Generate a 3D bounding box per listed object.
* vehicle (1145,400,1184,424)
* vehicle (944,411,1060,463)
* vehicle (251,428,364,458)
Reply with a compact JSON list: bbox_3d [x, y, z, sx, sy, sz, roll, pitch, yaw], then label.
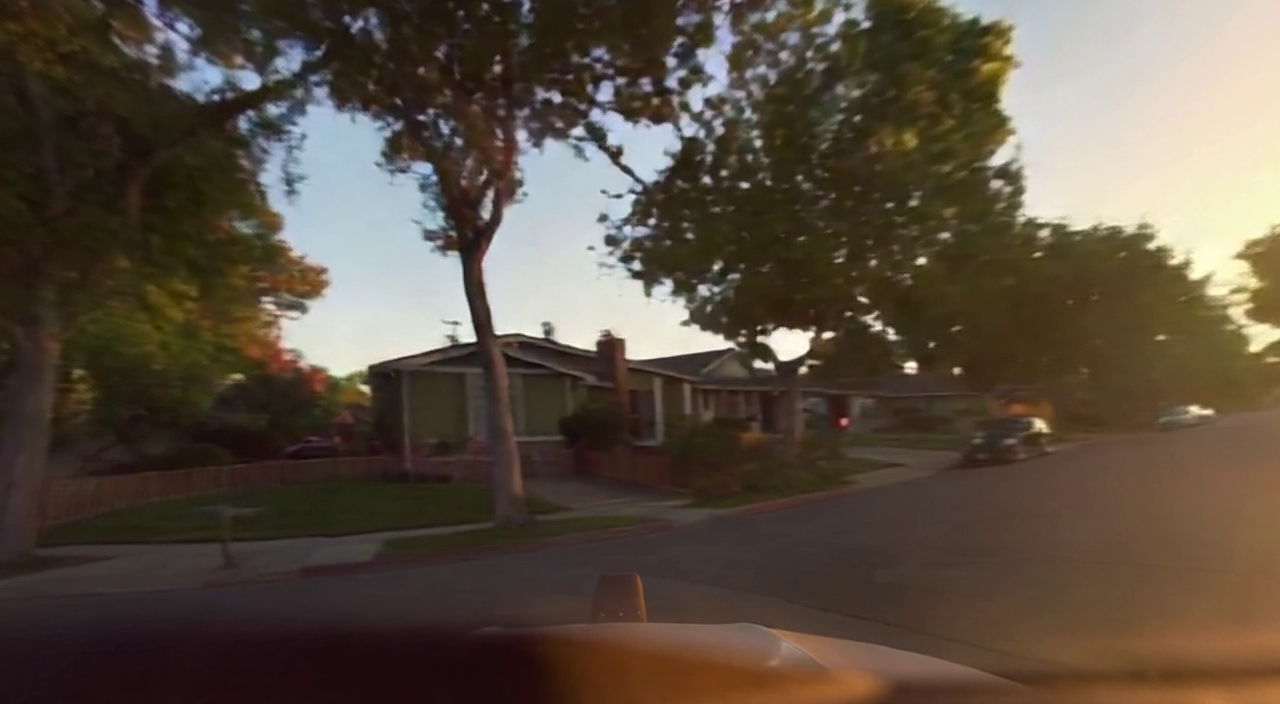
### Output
[{"bbox_3d":[41.530,4.787,49.988,4.066,1.655,1.805,7,-11,-44],"label":"vehicle"},{"bbox_3d":[11.774,2.742,20.439,4.292,1.490,1.954,7,-11,-42],"label":"vehicle"},{"bbox_3d":[-17.434,4.770,33.273,4.799,1.469,2.010,7,-11,-44],"label":"vehicle"}]
